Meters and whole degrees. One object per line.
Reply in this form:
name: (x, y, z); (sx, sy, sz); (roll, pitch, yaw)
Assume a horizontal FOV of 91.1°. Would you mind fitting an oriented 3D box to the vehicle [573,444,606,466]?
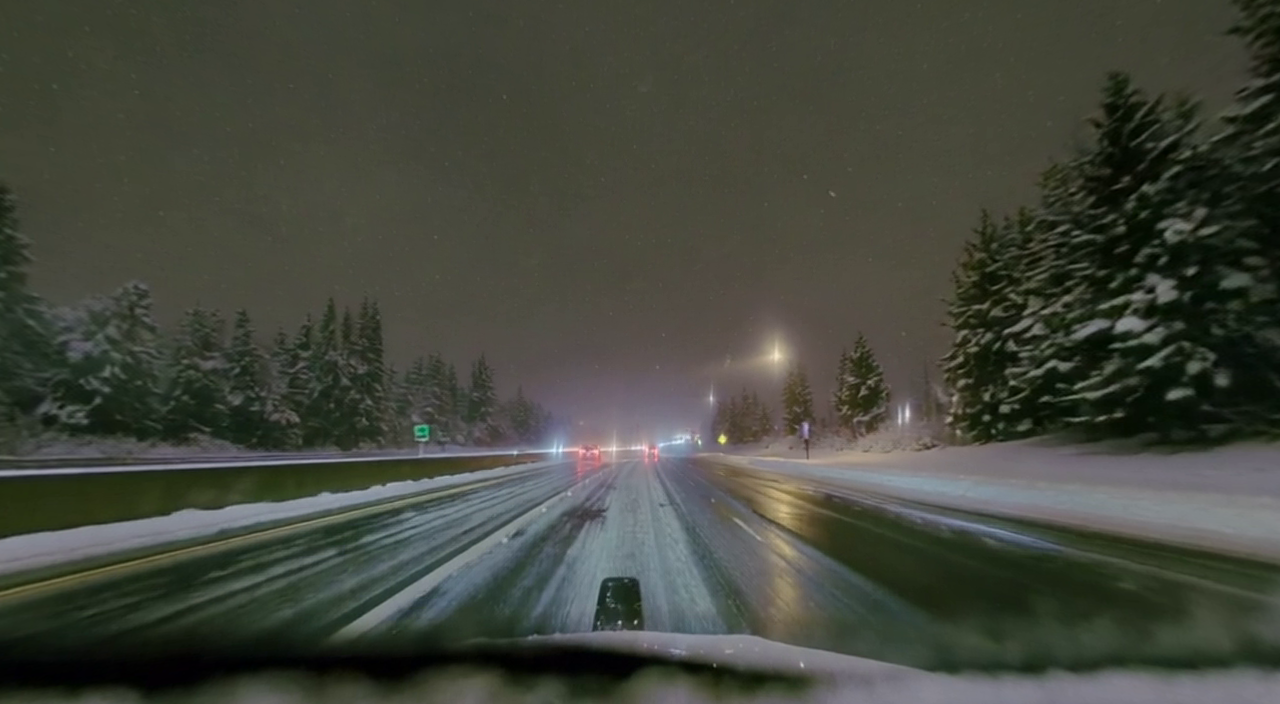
vehicle: (-3.609, 7.498, 45.802); (2.001, 1.521, 3.900); (-1, -9, 1)
